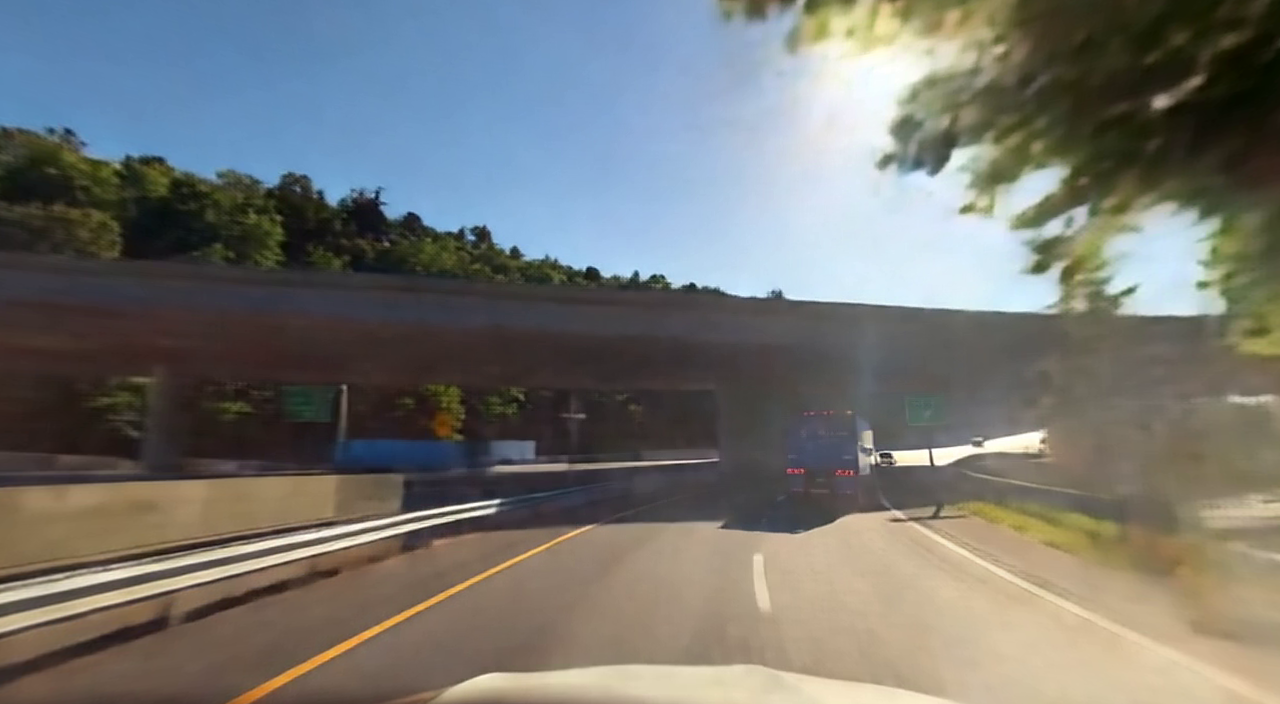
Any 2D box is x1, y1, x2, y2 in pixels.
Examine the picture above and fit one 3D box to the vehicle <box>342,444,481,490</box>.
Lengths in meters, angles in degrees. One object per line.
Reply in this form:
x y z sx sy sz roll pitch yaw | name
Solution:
-7.869 3.951 21.924 1.940 1.444 4.024 -9 -13 44 | vehicle
